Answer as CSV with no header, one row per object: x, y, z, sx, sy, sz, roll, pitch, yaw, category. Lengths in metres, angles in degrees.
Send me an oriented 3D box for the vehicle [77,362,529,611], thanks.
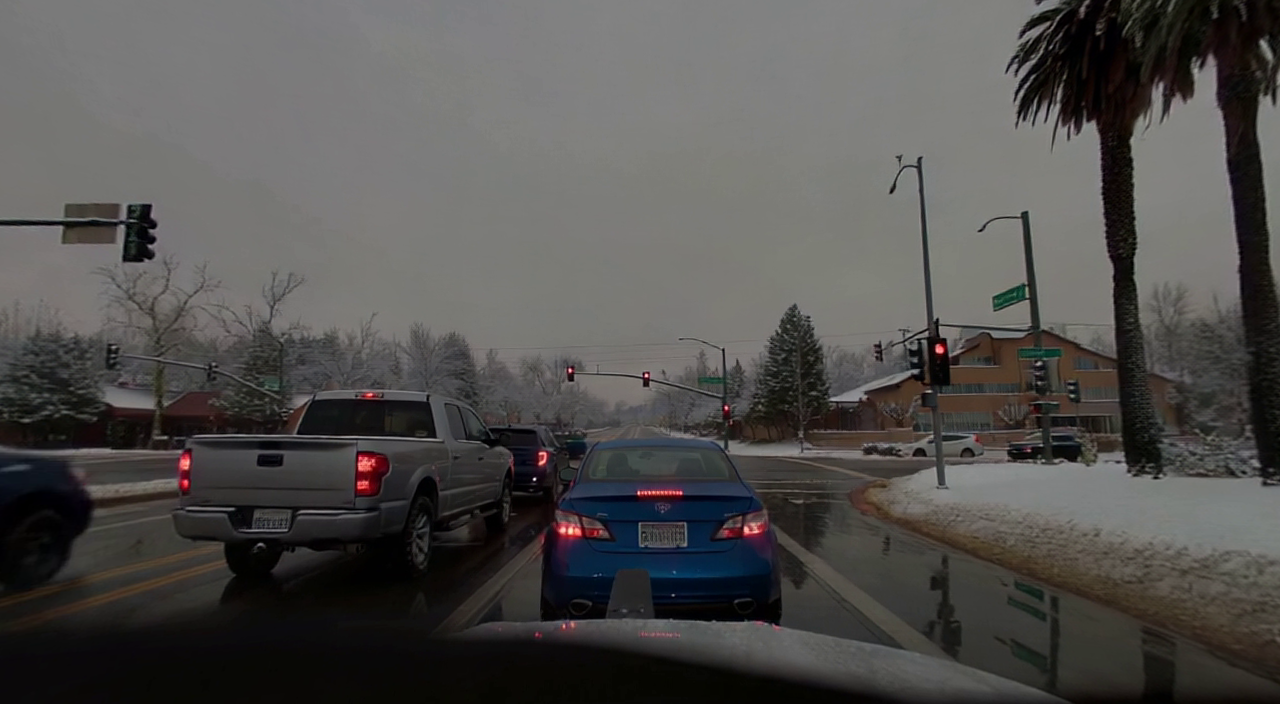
-3.221,1.481,7.917,2.330,1.969,5.626,-1,-8,3,vehicle

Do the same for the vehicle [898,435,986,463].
18.827,6.072,39.296,4.466,1.717,1.963,0,-8,2,vehicle

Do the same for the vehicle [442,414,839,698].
0.035,1.400,5.513,2.122,1.501,4.152,0,-8,1,vehicle
